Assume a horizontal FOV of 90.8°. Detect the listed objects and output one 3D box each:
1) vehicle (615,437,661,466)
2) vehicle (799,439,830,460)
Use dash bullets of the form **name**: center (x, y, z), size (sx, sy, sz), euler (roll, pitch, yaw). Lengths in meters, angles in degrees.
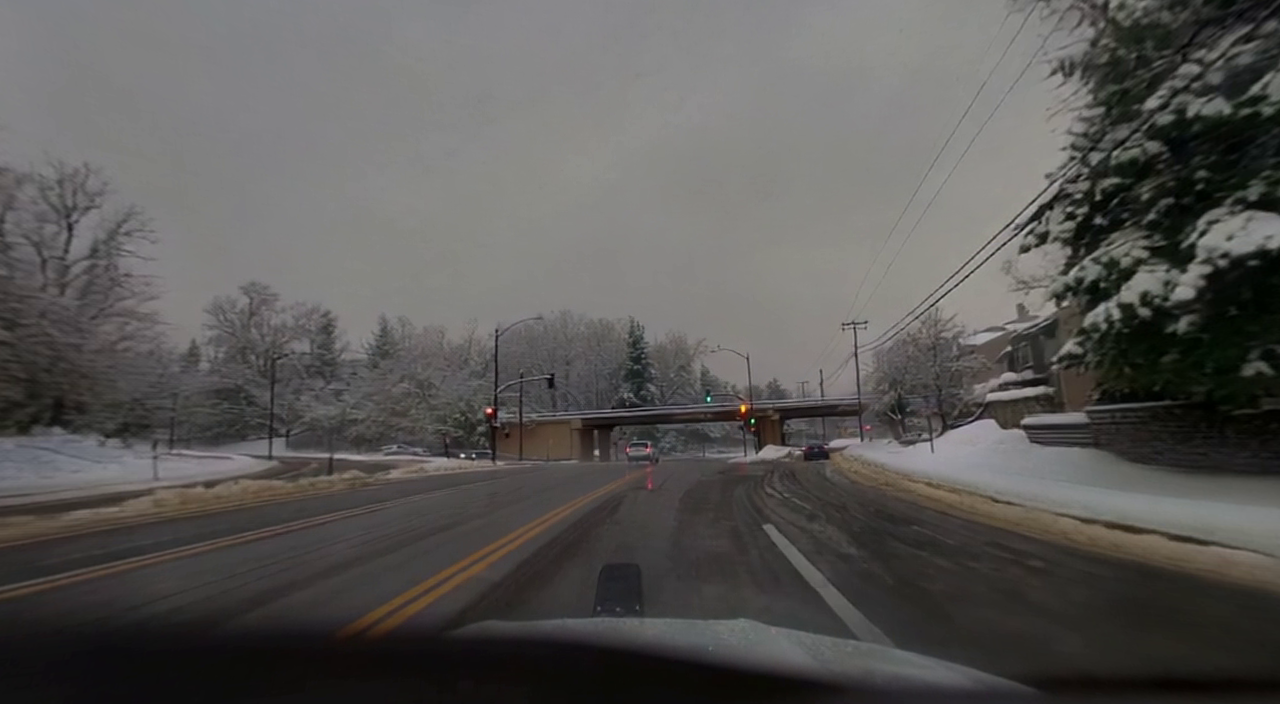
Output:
- **vehicle**: center (-0.037, 5.541, 35.316), size (1.997, 1.542, 4.202), euler (-1, -8, 7)
- **vehicle**: center (13.308, 7.401, 48.022), size (2.058, 1.475, 4.587), euler (-3, -9, 18)
